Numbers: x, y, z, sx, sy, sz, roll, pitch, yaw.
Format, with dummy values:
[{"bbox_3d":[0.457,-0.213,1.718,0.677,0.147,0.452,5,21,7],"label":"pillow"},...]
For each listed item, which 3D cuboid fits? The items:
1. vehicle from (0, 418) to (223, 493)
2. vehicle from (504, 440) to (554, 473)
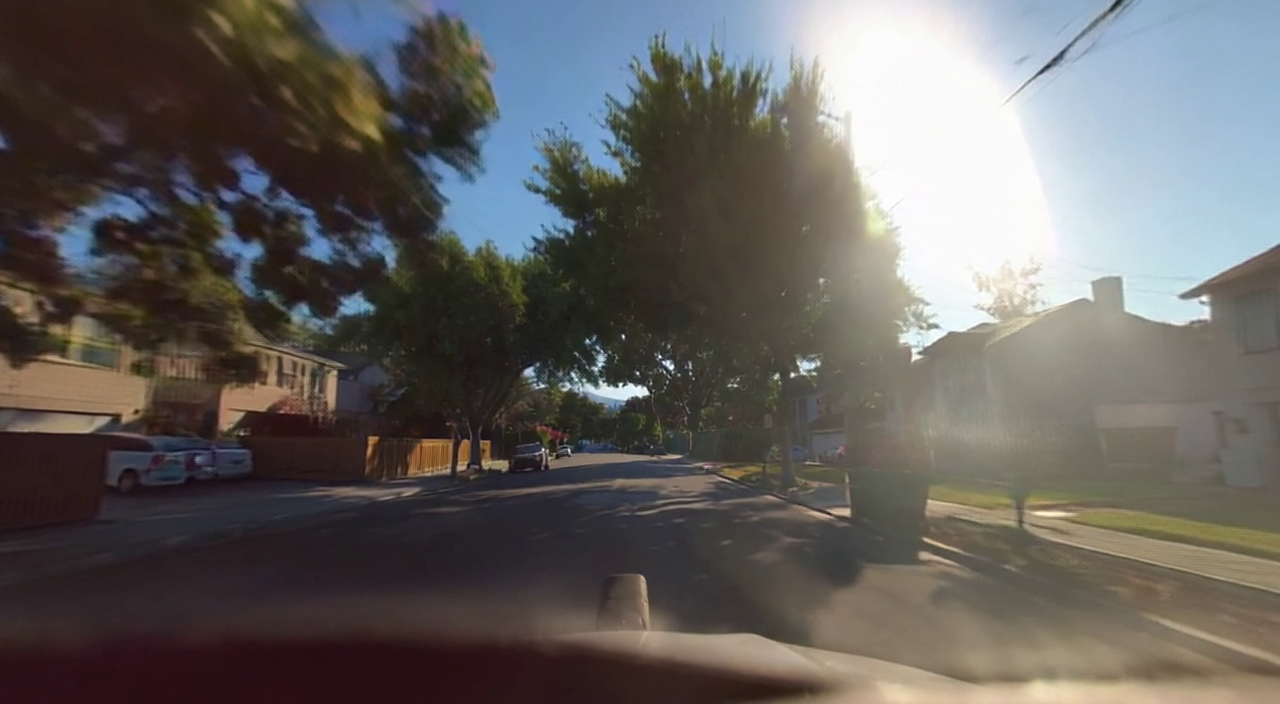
[{"bbox_3d":[-14.490,2.754,16.844,4.928,1.844,2.163,1,-9,-4],"label":"vehicle"},{"bbox_3d":[-6.147,5.812,35.186,1.998,1.742,4.210,0,-9,1],"label":"vehicle"}]
